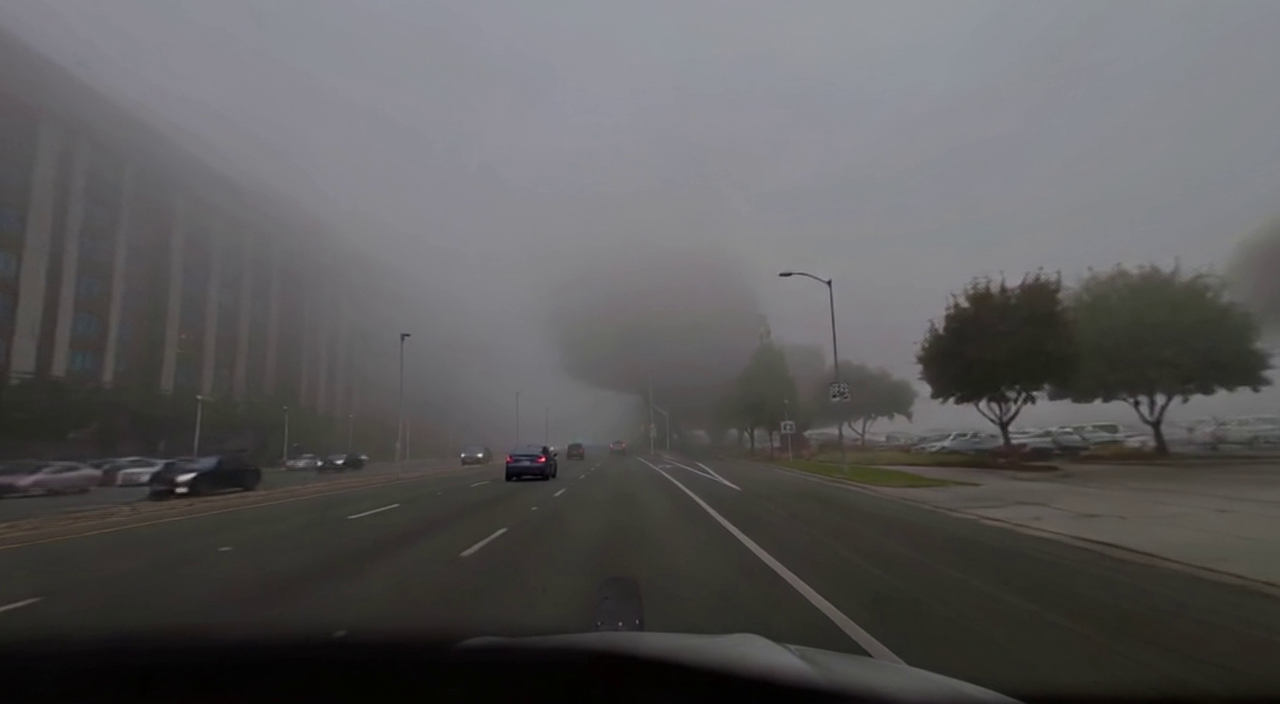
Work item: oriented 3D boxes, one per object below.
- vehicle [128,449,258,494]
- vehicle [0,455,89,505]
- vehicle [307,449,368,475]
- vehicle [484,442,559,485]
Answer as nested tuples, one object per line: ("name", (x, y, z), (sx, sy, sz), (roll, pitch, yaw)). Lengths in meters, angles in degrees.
("vehicle", (-19.112, 5.069, 27.340), (2.121, 1.682, 4.696), (-1, -8, 1))
("vehicle", (-22.931, 4.632, 22.917), (1.891, 1.625, 4.366), (-1, -8, 1))
("vehicle", (-22.654, 8.222, 47.554), (2.201, 1.782, 4.675), (0, -8, 1))
("vehicle", (-4.348, 4.138, 23.889), (2.025, 1.474, 4.292), (0, -8, 0))
